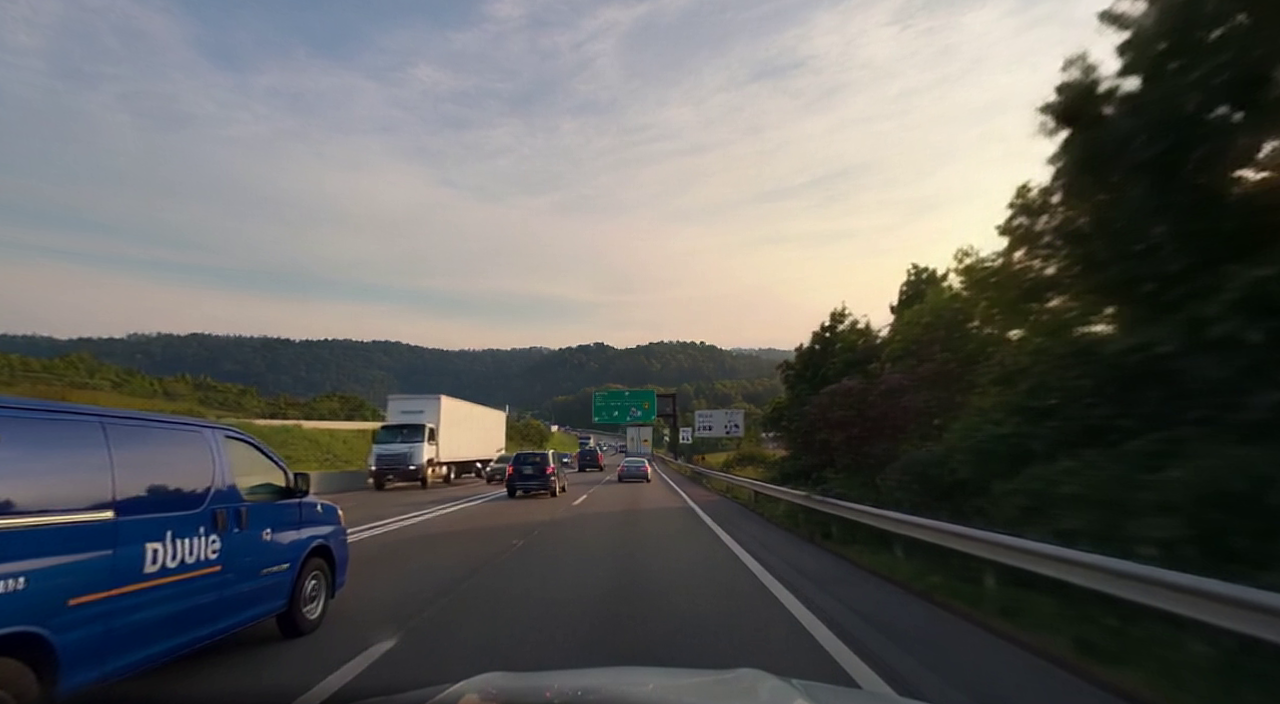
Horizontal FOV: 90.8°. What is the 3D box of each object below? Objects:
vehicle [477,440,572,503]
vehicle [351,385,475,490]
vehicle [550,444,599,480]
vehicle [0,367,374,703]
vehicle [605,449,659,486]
[{"bbox_3d":[-3.212,3.402,18.382,1.937,1.600,4.141,0,-9,1],"label":"vehicle"},{"bbox_3d":[-9.900,3.900,28.483,3.178,4.169,6.323,0,-9,0],"label":"vehicle"},{"bbox_3d":[-3.176,5.428,31.441,1.994,1.663,4.047,0,-9,0],"label":"vehicle"},{"bbox_3d":[-3.339,1.035,3.064,2.117,1.688,4.582,0,-9,-1],"label":"vehicle"},{"bbox_3d":[-0.323,4.781,26.500,2.095,1.393,3.908,0,-9,-1],"label":"vehicle"}]
